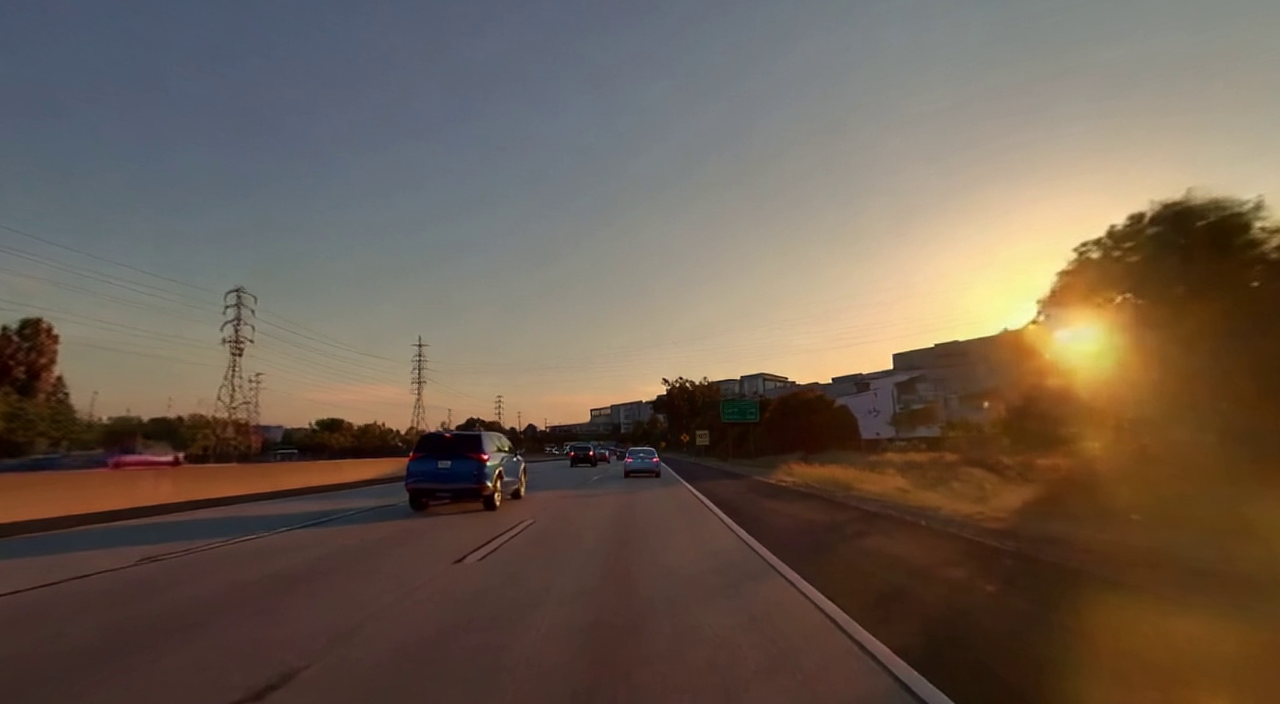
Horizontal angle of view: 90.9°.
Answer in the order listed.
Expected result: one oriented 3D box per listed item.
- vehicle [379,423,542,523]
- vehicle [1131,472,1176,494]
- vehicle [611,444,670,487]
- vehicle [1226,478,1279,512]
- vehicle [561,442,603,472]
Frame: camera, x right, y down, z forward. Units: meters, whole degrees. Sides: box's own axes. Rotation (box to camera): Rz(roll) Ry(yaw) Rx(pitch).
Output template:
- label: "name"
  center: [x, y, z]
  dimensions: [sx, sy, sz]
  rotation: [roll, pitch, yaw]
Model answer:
- label: "vehicle"
  center: [-3.635, 2.552, 13.807]
  dimensions: [2.133, 1.789, 4.518]
  rotation: [-1, -9, 1]
- label: "vehicle"
  center: [39.783, 10.099, 48.827]
  dimensions: [4.203, 1.418, 1.942]
  rotation: [8, -12, -42]
- label: "vehicle"
  center: [0.003, 4.223, 23.841]
  dimensions: [2.047, 1.473, 3.978]
  rotation: [0, -9, 0]
- label: "vehicle"
  center: [34.093, 7.795, 34.583]
  dimensions: [1.844, 1.467, 4.653]
  rotation: [-5, -10, 31]
- label: "vehicle"
  center: [-3.502, 6.480, 38.968]
  dimensions: [1.993, 1.717, 4.321]
  rotation: [-1, -9, 2]
